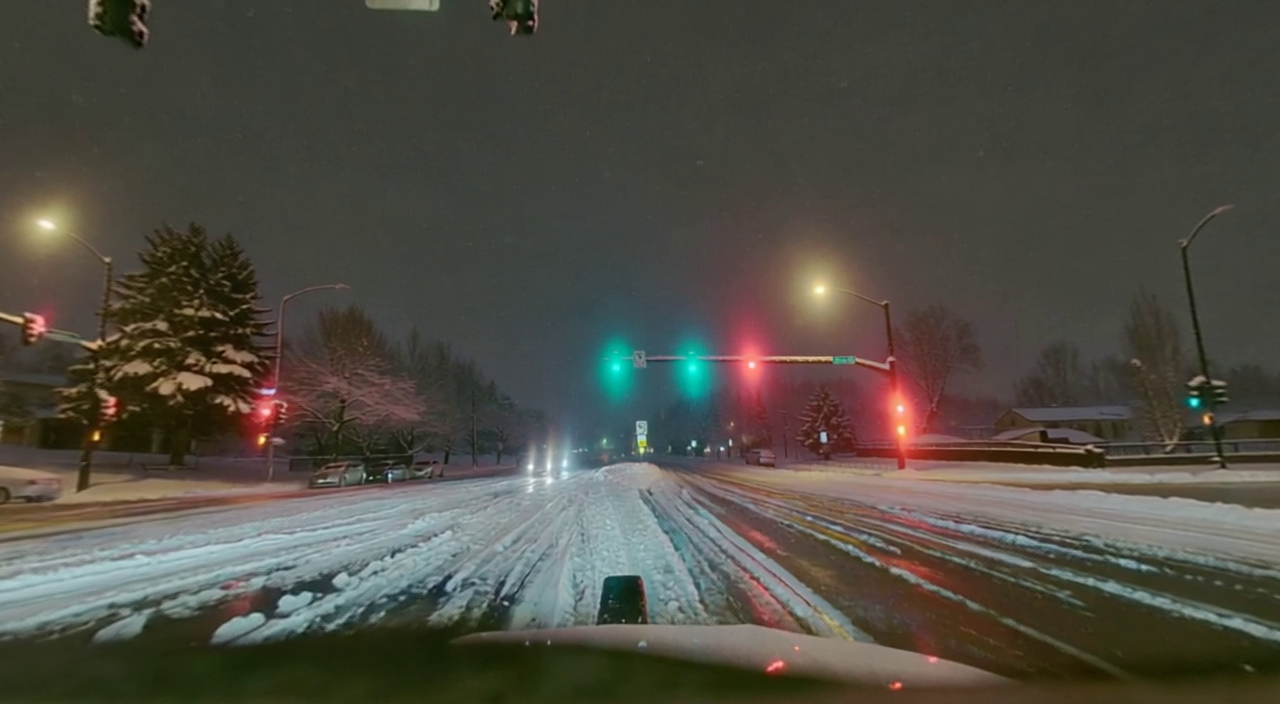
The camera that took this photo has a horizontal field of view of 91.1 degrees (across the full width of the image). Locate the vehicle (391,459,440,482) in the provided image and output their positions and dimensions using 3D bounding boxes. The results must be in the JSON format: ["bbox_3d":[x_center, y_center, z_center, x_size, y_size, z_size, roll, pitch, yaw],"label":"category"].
[{"bbox_3d":[-16.182,8.510,45.437,1.804,1.486,4.625,0,-9,1],"label":"vehicle"}]

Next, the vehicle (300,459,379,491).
[{"bbox_3d":[-16.102,6.606,33.961,2.055,1.506,4.663,0,-9,-1],"label":"vehicle"}]

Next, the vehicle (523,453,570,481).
[{"bbox_3d":[-5.483,6.805,37.391,2.154,1.501,4.416,0,-9,0],"label":"vehicle"}]

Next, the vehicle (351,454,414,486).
[{"bbox_3d":[-16.220,7.412,39.843,1.960,1.819,5.018,0,-9,-2],"label":"vehicle"}]
